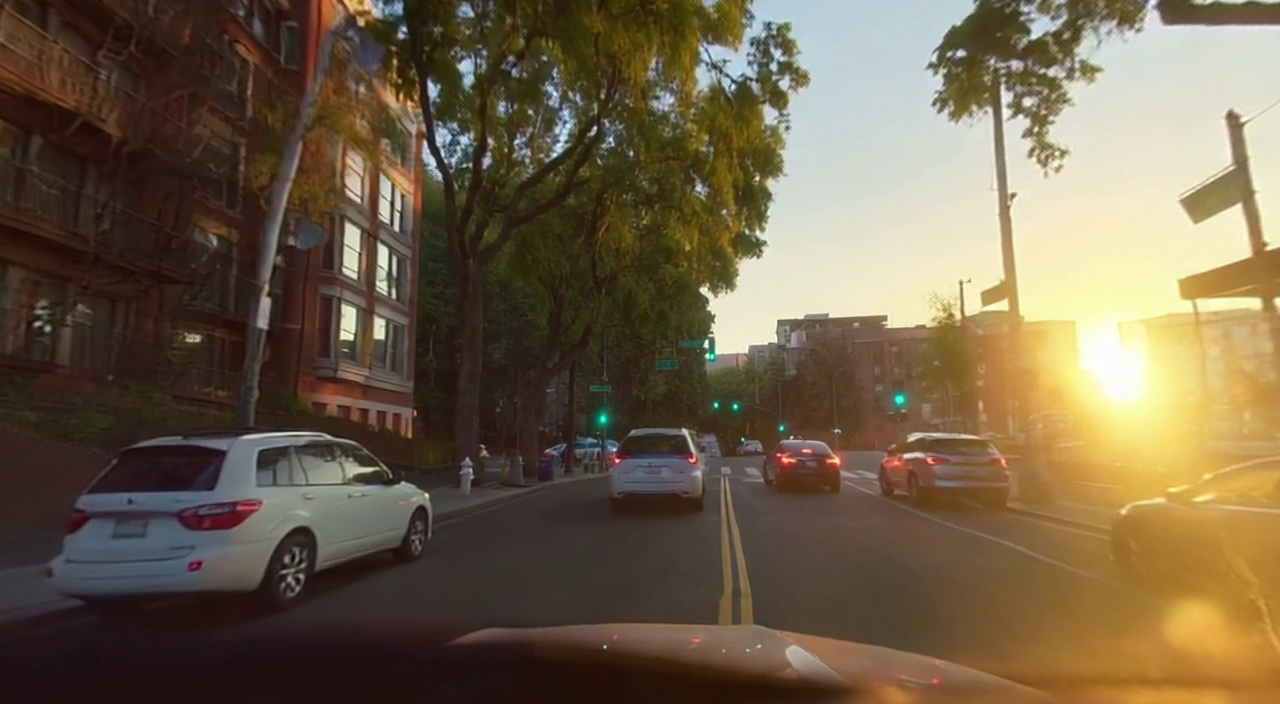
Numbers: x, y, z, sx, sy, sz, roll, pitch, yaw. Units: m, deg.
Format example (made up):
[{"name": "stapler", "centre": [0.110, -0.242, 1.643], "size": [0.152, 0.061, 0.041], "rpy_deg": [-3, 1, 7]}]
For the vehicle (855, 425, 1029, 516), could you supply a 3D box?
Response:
[{"name": "vehicle", "centre": [7.057, 2.802, 15.602], "size": [2.093, 1.815, 5.441], "rpy_deg": [-1, -8, 6]}]

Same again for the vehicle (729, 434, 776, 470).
[{"name": "vehicle", "centre": [5.660, 5.094, 32.352], "size": [2.111, 1.705, 4.093], "rpy_deg": [-1, -8, 7]}]

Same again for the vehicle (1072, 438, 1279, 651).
[{"name": "vehicle", "centre": [5.354, 1.336, 4.466], "size": [1.937, 1.442, 4.338], "rpy_deg": [-1, -8, 7]}]

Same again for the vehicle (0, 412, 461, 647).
[{"name": "vehicle", "centre": [-3.989, 1.701, 7.233], "size": [2.013, 1.772, 4.439], "rpy_deg": [-2, -9, 9]}]

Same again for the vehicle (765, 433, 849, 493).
[{"name": "vehicle", "centre": [5.017, 3.378, 19.521], "size": [2.111, 1.619, 4.077], "rpy_deg": [-2, -9, 10]}]

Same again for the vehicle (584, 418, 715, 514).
[{"name": "vehicle", "centre": [0.465, 2.609, 14.967], "size": [2.333, 1.832, 5.200], "rpy_deg": [-2, -9, 9]}]
